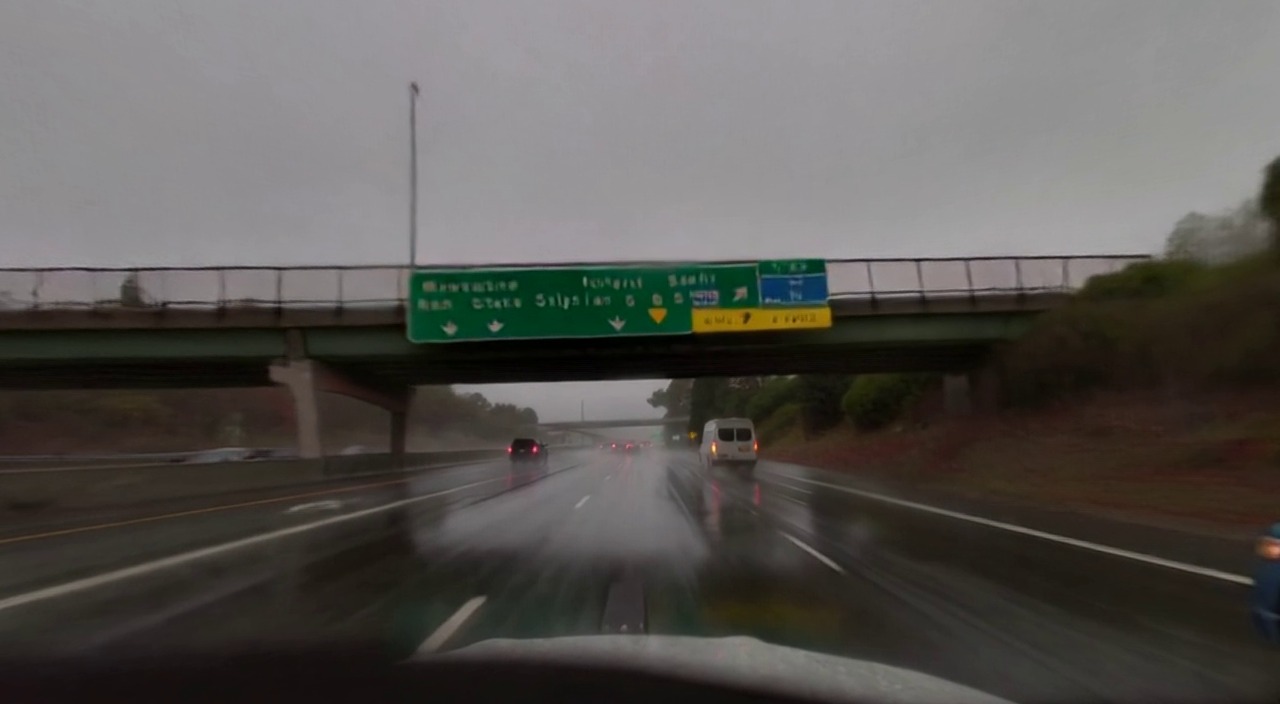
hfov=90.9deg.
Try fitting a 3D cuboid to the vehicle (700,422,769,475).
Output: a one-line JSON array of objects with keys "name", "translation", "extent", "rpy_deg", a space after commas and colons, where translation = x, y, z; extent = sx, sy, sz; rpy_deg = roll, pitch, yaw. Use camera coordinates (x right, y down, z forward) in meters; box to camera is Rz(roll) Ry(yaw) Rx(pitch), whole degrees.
[{"name": "vehicle", "translation": [4.256, 4.508, 29.518], "extent": [2.347, 2.234, 5.352], "rpy_deg": [0, -8, -1]}]

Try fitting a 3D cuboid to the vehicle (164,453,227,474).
[{"name": "vehicle", "translation": [-33.205, 8.337, 47.237], "extent": [1.754, 1.457, 4.045], "rpy_deg": [0, -8, 0]}]

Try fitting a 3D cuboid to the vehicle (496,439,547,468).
[{"name": "vehicle", "translation": [-7.025, 6.077, 37.846], "extent": [2.068, 1.632, 4.623], "rpy_deg": [0, -9, 1]}]
